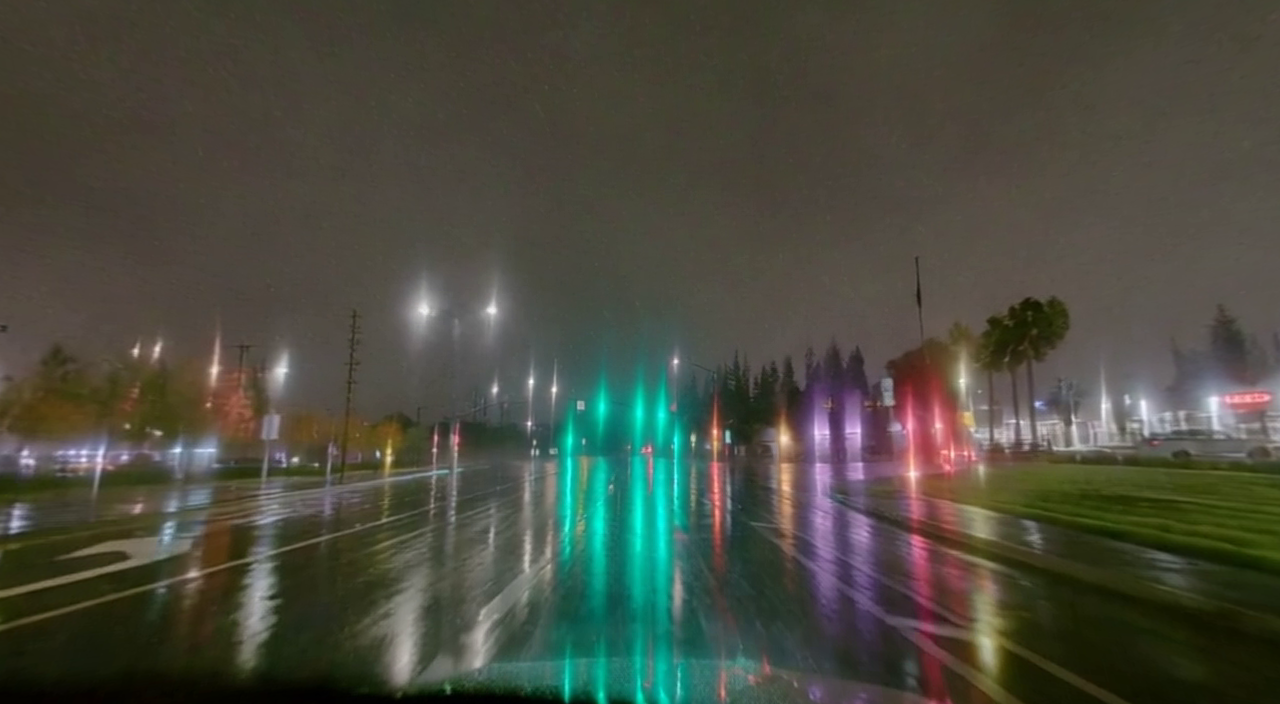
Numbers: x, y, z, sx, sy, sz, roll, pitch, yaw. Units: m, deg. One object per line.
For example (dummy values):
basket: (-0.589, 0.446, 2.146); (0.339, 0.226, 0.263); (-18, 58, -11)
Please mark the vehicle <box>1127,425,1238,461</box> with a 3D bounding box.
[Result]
vehicle: (31.093, 5.290, 36.458); (1.966, 1.767, 4.697); (-4, -10, -2)
